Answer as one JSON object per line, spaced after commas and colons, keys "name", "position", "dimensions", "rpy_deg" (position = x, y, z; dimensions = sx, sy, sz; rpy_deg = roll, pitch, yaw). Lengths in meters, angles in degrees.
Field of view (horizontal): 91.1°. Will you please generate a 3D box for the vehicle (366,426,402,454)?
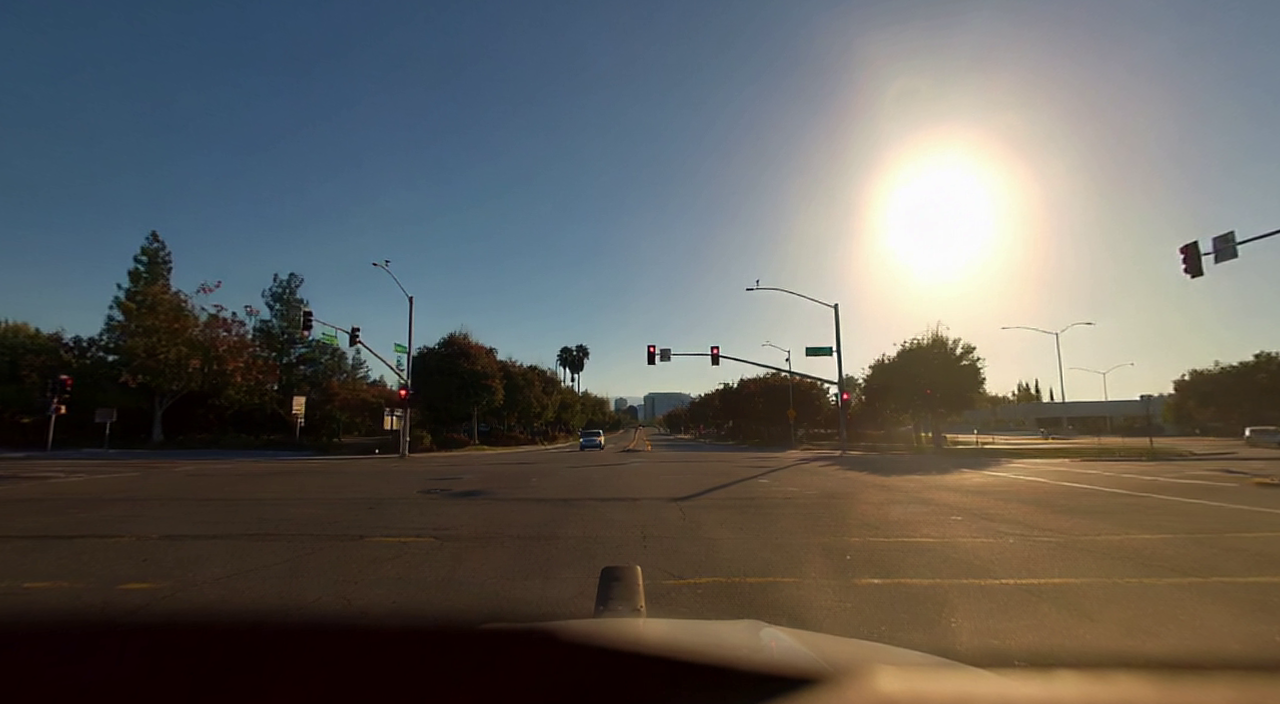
{"name": "vehicle", "position": [-19.972, 6.845, 48.903], "dimensions": [1.873, 2.079, 2.879], "rpy_deg": [6, -11, -36]}
